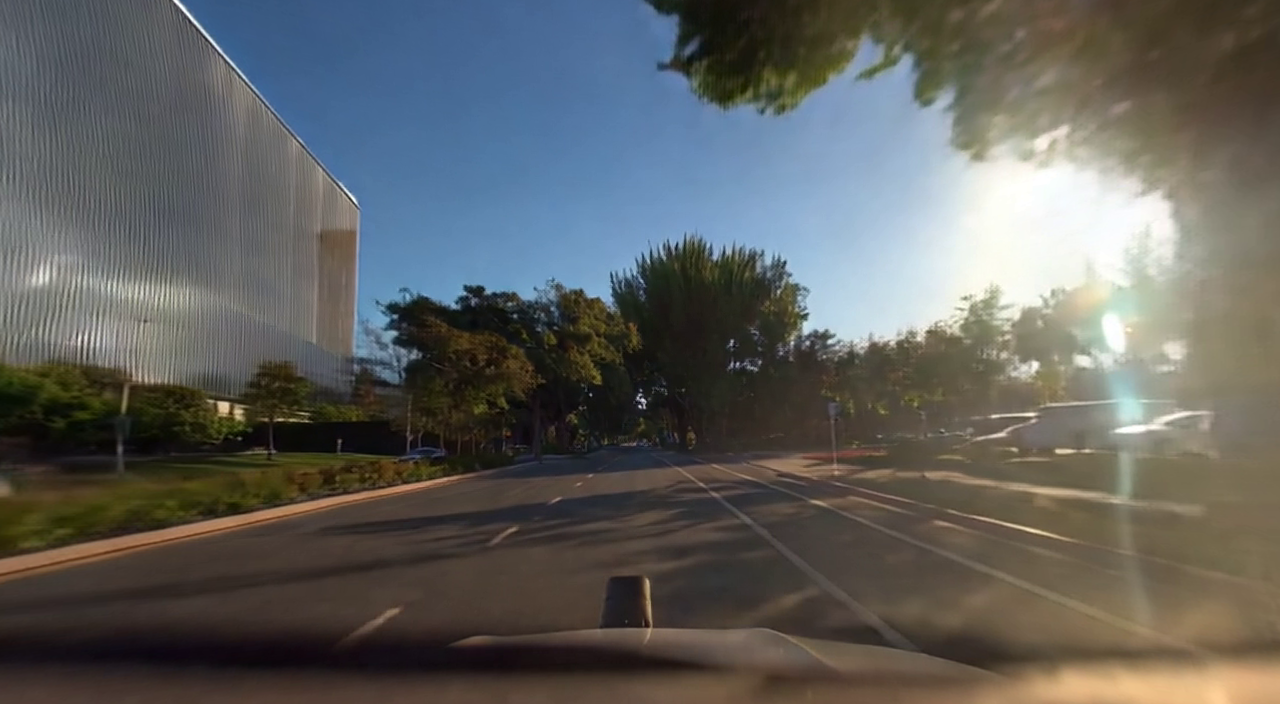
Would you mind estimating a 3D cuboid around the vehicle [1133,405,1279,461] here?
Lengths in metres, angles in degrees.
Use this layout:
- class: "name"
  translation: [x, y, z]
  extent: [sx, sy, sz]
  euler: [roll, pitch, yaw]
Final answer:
- class: "vehicle"
  translation: [15.012, 2.085, 16.169]
  extent: [3.277, 1.347, 1.692]
  euler: [0, -8, -2]

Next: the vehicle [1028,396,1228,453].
- class: "vehicle"
  translation: [15.336, 2.323, 20.030]
  extent: [4.437, 1.689, 2.332]
  euler: [0, -8, -4]

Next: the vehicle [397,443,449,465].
- class: "vehicle"
  translation: [-15.383, 7.240, 44.929]
  extent: [1.982, 1.504, 4.683]
  euler: [0, -8, 1]
